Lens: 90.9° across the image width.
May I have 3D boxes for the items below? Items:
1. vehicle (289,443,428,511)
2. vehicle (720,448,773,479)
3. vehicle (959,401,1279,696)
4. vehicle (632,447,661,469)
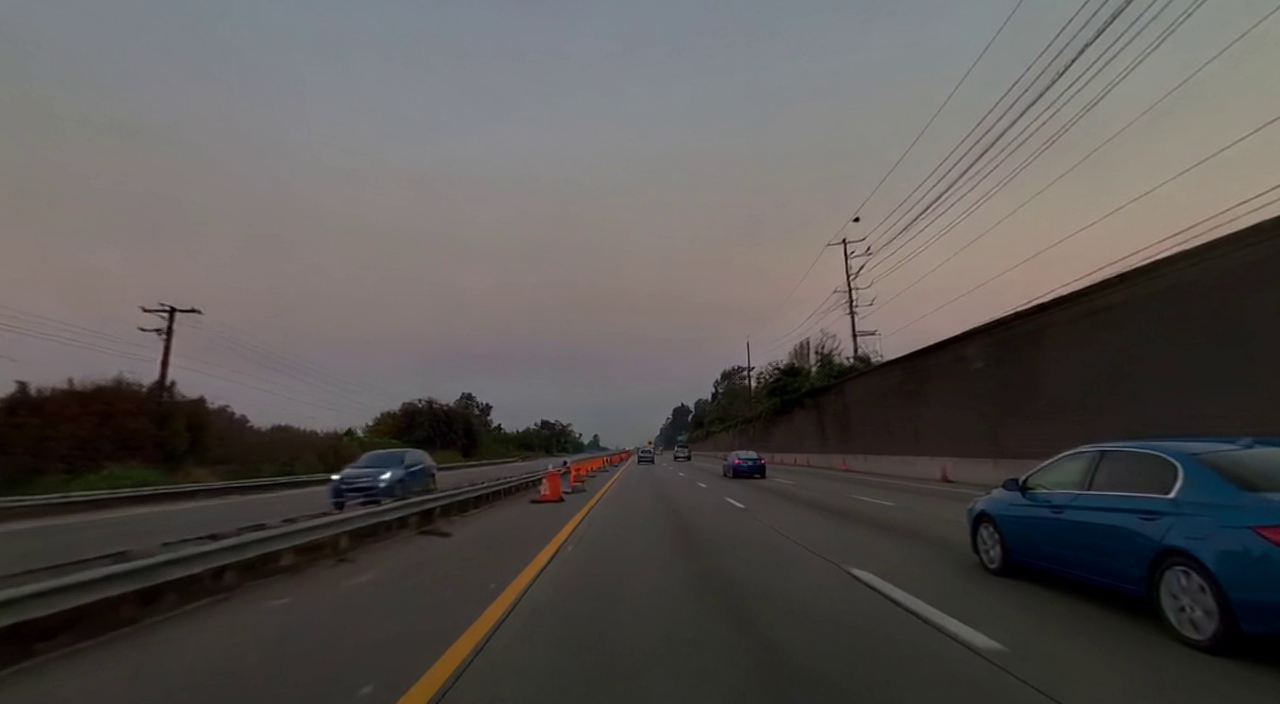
[{"bbox_3d":[-7.401,3.279,17.073,1.888,1.605,3.922,0,-8,1],"label":"vehicle"},{"bbox_3d":[5.250,5.530,31.507,1.881,1.409,4.016,0,-8,-1],"label":"vehicle"},{"bbox_3d":[4.438,1.210,4.474,1.997,1.568,4.529,0,-8,0],"label":"vehicle"},{"bbox_3d":[0.444,8.120,48.351,2.096,1.583,4.150,0,-8,-1],"label":"vehicle"}]
